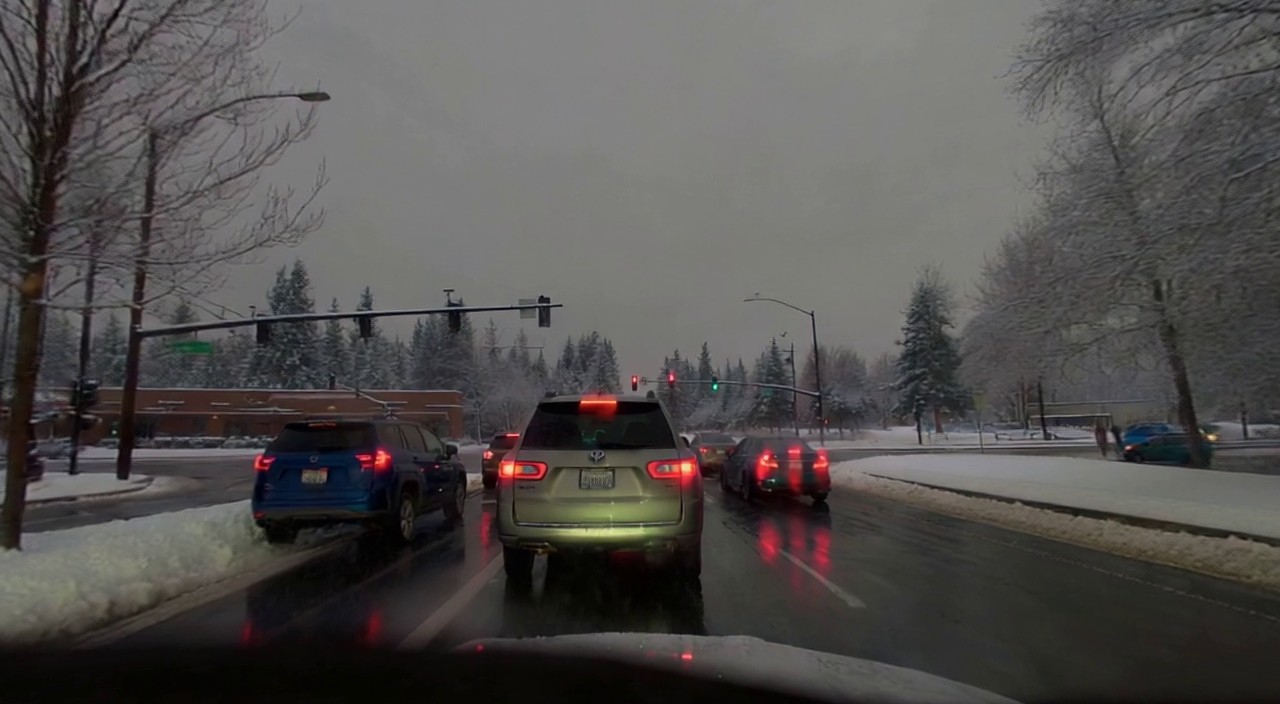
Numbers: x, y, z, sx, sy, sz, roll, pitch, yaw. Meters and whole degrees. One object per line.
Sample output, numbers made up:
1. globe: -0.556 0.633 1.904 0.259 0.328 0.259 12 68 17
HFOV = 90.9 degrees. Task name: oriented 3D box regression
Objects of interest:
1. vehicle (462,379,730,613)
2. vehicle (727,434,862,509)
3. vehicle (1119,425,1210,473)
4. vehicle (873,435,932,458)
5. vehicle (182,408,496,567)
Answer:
1. vehicle: -0.342 1.430 7.114 2.064 1.817 4.298 0 -8 0
2. vehicle: 3.417 2.738 14.887 2.121 1.494 4.208 0 -8 0
3. vehicle: 19.218 3.534 23.040 4.215 1.578 1.892 8 -12 -43
4. vehicle: 19.990 7.197 47.938 4.361 1.653 2.034 6 -10 -35
5. vehicle: -3.722 1.771 9.022 2.160 1.666 4.583 0 -8 1
